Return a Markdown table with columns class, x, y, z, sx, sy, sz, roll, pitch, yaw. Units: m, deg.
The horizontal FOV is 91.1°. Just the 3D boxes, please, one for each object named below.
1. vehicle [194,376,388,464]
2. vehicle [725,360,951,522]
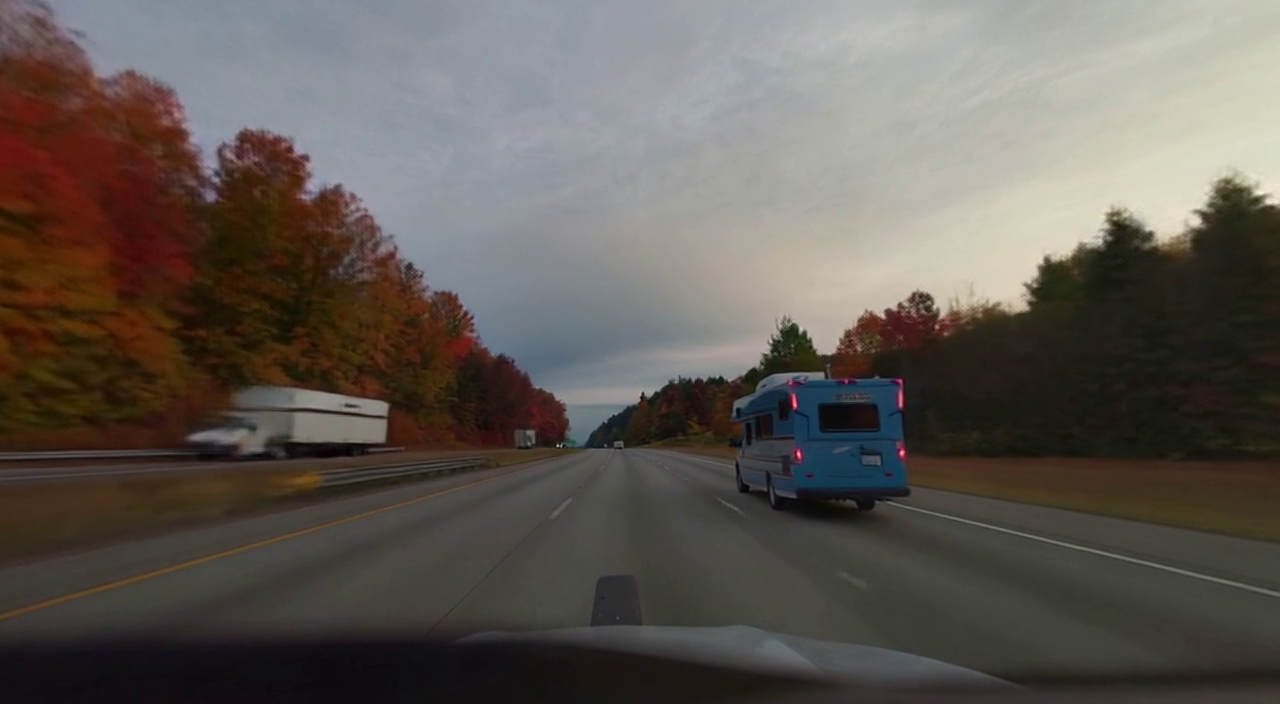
| class | x | y | z | sx | sy | sz | roll | pitch | yaw |
| --- | --- | --- | --- | --- | --- | --- | --- | --- | --- |
| vehicle | -18.833 | 4.052 | 35.939 | 3.191 | 4.003 | 14.214 | 0 | -8 | -1 |
| vehicle | 4.020 | 2.049 | 14.820 | 2.815 | 2.876 | 7.101 | 0 | -8 | -1 |
